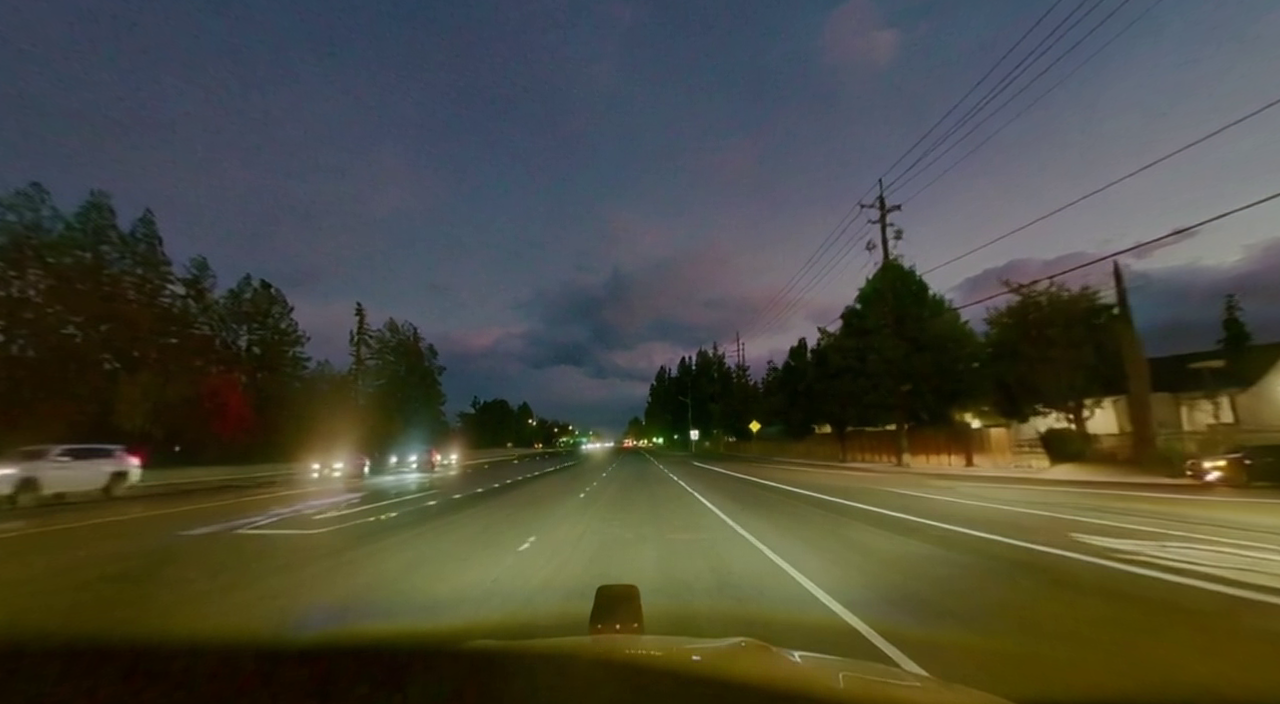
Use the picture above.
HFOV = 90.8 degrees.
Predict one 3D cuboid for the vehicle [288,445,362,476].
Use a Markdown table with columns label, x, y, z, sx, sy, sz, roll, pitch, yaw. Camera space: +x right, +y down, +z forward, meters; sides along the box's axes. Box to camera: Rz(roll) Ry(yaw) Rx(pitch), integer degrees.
| label | x | y | z | sx | sy | sz | roll | pitch | yaw |
| --- | --- | --- | --- | --- | --- | --- | --- | --- | --- |
| vehicle | -18.552 | 6.370 | 37.492 | 2.132 | 1.690 | 4.544 | 0 | -8 | -1 |

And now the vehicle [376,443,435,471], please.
| label | x | y | z | sx | sy | sz | roll | pitch | yaw |
| --- | --- | --- | --- | --- | --- | --- | --- | --- | --- |
| vehicle | -15.175 | 6.794 | 41.181 | 2.169 | 1.700 | 4.450 | 0 | -8 | 0 |

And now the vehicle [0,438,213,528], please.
| label | x | y | z | sx | sy | sz | roll | pitch | yaw |
| --- | --- | --- | --- | --- | --- | --- | --- | --- | --- |
| vehicle | -11.704 | 2.703 | 13.672 | 1.912 | 1.509 | 4.425 | -4 | -7 | -1 |
